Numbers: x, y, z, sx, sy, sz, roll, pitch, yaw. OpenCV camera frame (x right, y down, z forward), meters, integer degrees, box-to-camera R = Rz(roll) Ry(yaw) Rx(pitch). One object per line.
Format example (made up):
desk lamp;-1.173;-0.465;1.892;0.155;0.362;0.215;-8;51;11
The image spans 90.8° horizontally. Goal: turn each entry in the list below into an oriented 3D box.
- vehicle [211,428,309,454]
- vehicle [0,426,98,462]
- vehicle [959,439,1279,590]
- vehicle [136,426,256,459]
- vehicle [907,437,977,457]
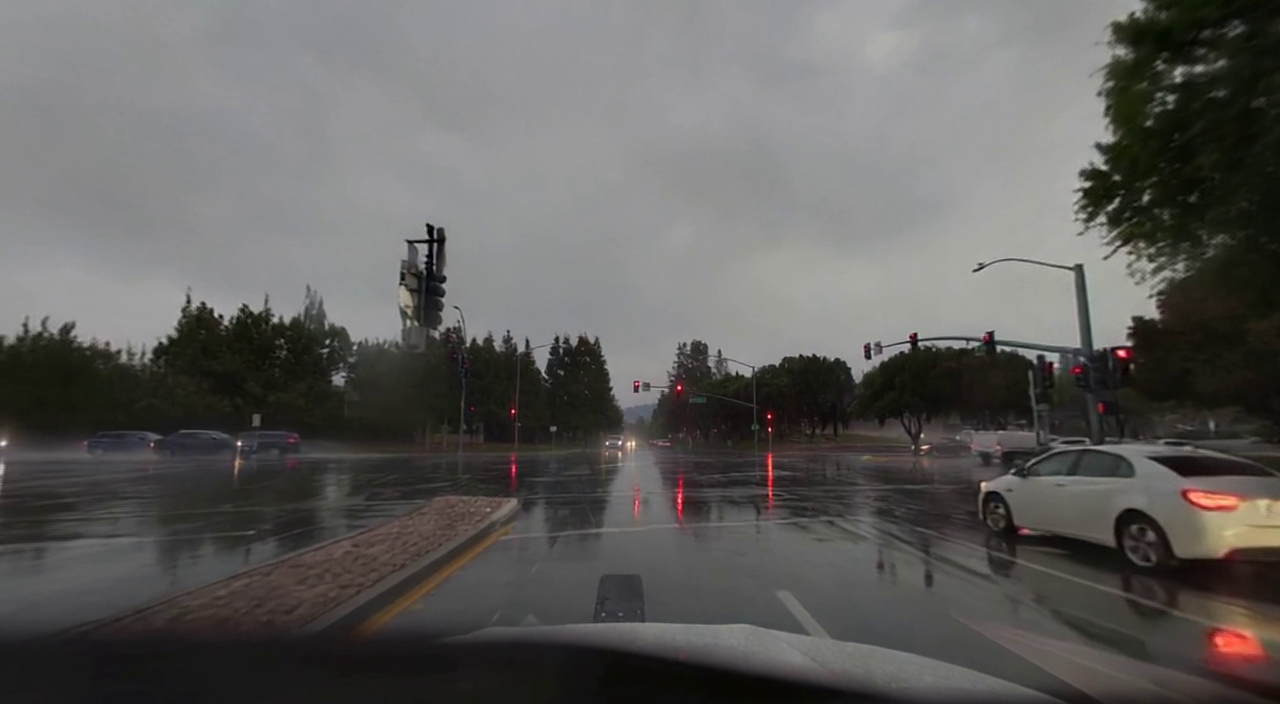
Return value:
vehicle;-23.056;5.424;38.444;4.683;1.495;2.119;-1;-9;5
vehicle;-25.817;3.839;26.352;4.335;1.442;1.862;2;-9;-15
vehicle;6.129;1.868;8.140;1.815;1.417;4.125;1;-9;-1
vehicle;-21.638;4.443;30.990;4.331;1.544;1.896;2;-9;-16
vehicle;22.555;7.106;47.222;4.516;1.468;1.962;3;-9;-17
